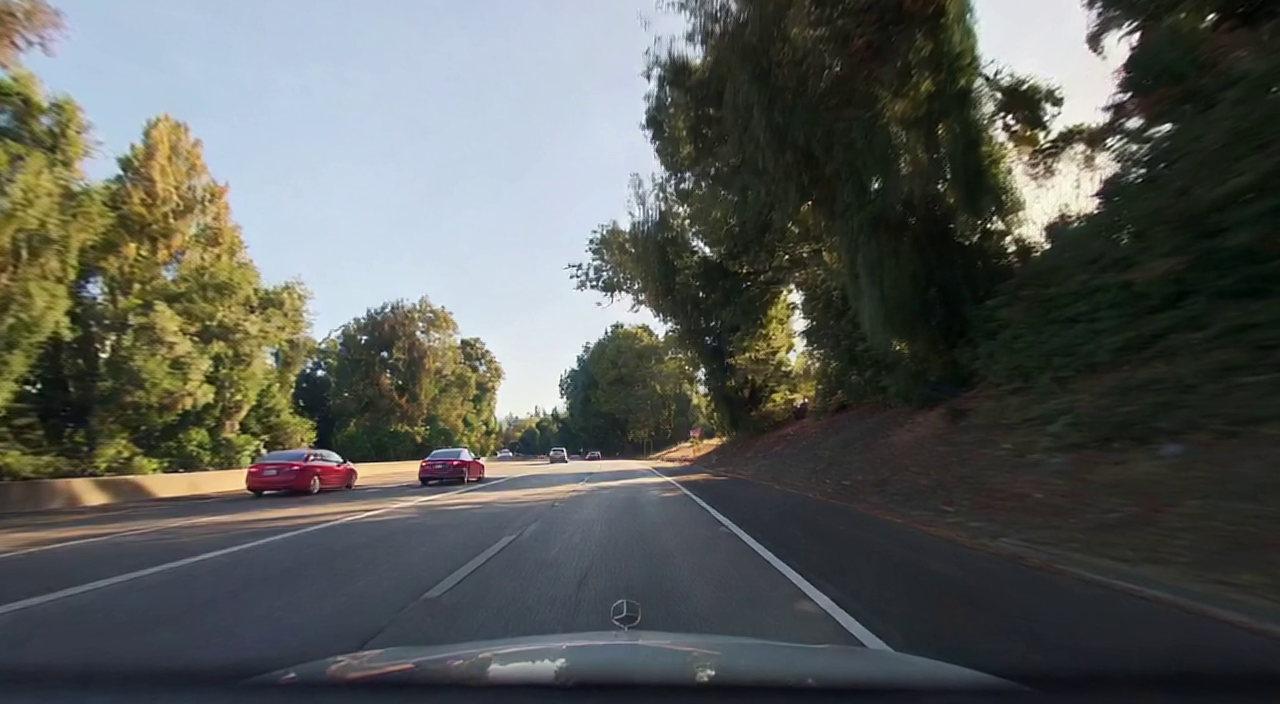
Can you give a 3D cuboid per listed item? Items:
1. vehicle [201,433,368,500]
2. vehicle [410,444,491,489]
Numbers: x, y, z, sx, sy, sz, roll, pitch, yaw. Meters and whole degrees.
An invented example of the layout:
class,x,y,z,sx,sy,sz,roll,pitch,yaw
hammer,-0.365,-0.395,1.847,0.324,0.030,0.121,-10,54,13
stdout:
class,x,y,z,sx,sy,sz,roll,pitch,yaw
vehicle,-11.636,3.784,21.285,2.425,1.926,5.584,0,-9,0
vehicle,-7.624,4.627,25.775,2.060,1.680,4.255,0,-9,-1
